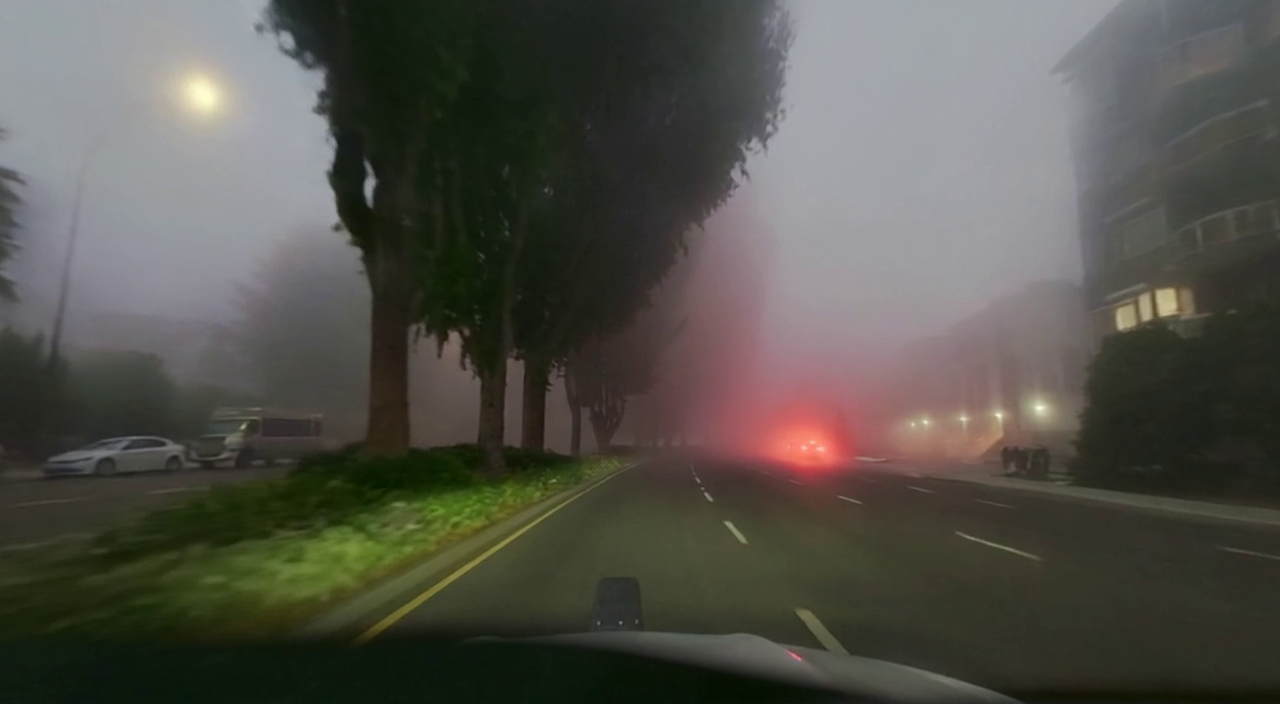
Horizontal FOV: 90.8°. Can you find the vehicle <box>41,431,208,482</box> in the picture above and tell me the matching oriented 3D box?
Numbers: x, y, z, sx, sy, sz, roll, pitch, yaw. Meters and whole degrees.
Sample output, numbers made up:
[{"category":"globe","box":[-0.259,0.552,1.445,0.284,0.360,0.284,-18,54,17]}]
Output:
[{"category":"vehicle","box":[-18.500,3.796,23.073,1.876,1.624,4.827,-2,-9,2]}]

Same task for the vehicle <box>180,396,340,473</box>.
[{"category":"vehicle","box":[-17.858,4.076,30.404,2.781,3.224,7.055,-1,-9,5]}]

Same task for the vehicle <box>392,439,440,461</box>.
[{"category":"vehicle","box":[-16.574,7.291,46.963,1.802,1.487,4.359,-3,-9,4]}]

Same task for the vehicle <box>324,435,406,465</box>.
[{"category":"vehicle","box":[-17.211,6.172,39.944,2.226,1.733,5.775,-2,-9,4]}]
